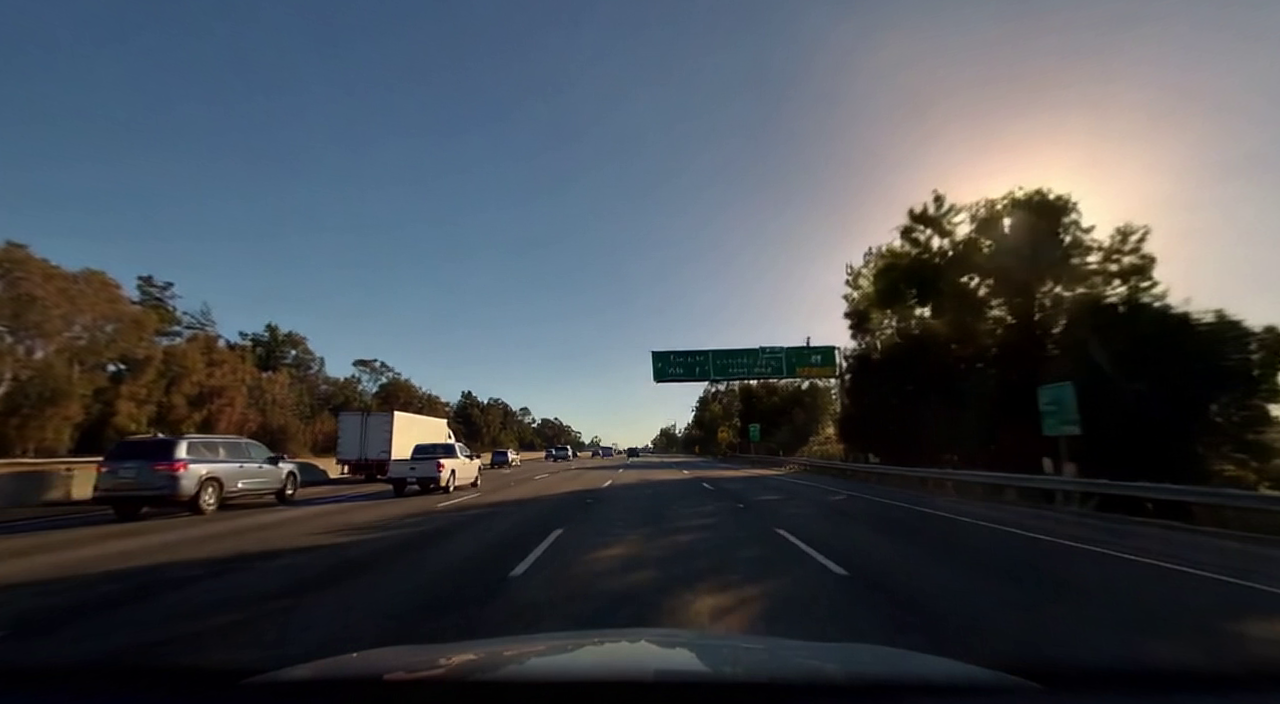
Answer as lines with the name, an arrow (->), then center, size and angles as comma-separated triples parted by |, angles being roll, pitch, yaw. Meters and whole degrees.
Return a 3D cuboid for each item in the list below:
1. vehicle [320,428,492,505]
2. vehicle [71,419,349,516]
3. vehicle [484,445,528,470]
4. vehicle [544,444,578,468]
vehicle -> -6.212, 3.141, 17.904 | 2.403, 1.773, 6.276 | 0, -8, 1
vehicle -> -10.060, 2.754, 15.743 | 2.576, 1.922, 6.067 | 0, -8, 1
vehicle -> -9.528, 7.524, 45.232 | 2.060, 1.662, 4.469 | 0, -8, 2
vehicle -> -6.042, 7.961, 48.631 | 2.009, 1.735, 4.358 | 0, -8, 0
